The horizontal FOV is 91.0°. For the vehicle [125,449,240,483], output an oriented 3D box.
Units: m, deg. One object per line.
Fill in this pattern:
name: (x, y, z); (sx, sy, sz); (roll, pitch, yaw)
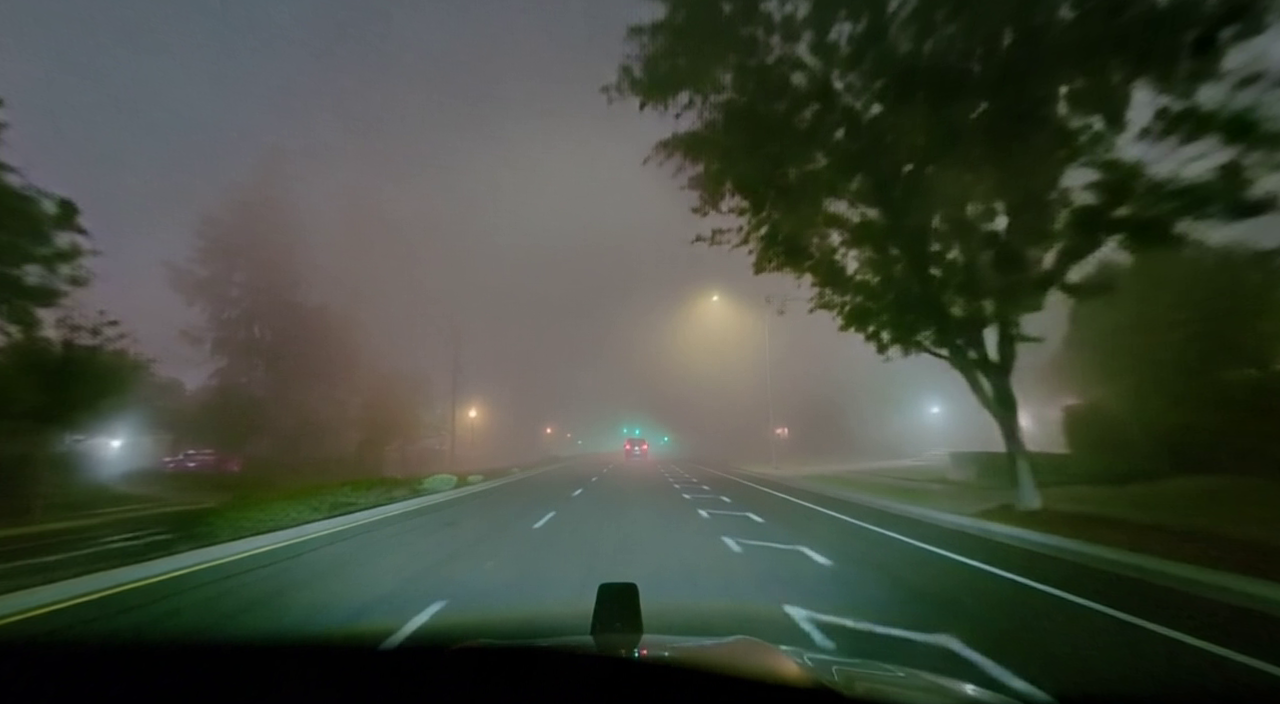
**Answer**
vehicle: (-24.870, 6.194, 34.344); (4.605, 1.682, 2.105); (-1, -8, 0)
